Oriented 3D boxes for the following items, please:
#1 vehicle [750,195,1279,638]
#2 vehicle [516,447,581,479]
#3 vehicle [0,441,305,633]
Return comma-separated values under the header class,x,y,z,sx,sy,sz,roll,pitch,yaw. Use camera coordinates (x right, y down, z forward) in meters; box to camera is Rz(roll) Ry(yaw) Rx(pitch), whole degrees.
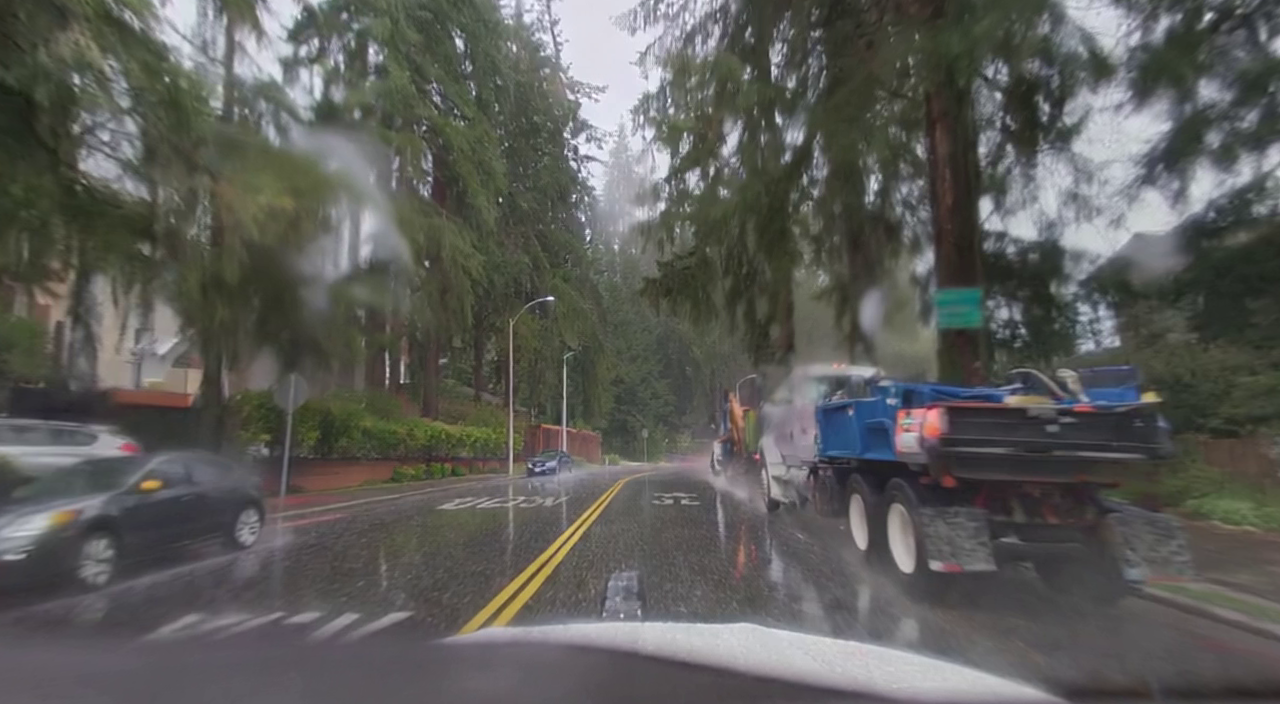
class,x,y,z,sx,sy,sz,roll,pitch,yaw
vehicle,3.889,0.997,9.096,3.107,3.379,8.460,-1,-8,1
vehicle,-4.480,5.502,31.584,1.930,1.487,4.213,-2,-9,11
vehicle,-6.083,1.839,7.413,1.820,1.528,4.425,1,-9,0
